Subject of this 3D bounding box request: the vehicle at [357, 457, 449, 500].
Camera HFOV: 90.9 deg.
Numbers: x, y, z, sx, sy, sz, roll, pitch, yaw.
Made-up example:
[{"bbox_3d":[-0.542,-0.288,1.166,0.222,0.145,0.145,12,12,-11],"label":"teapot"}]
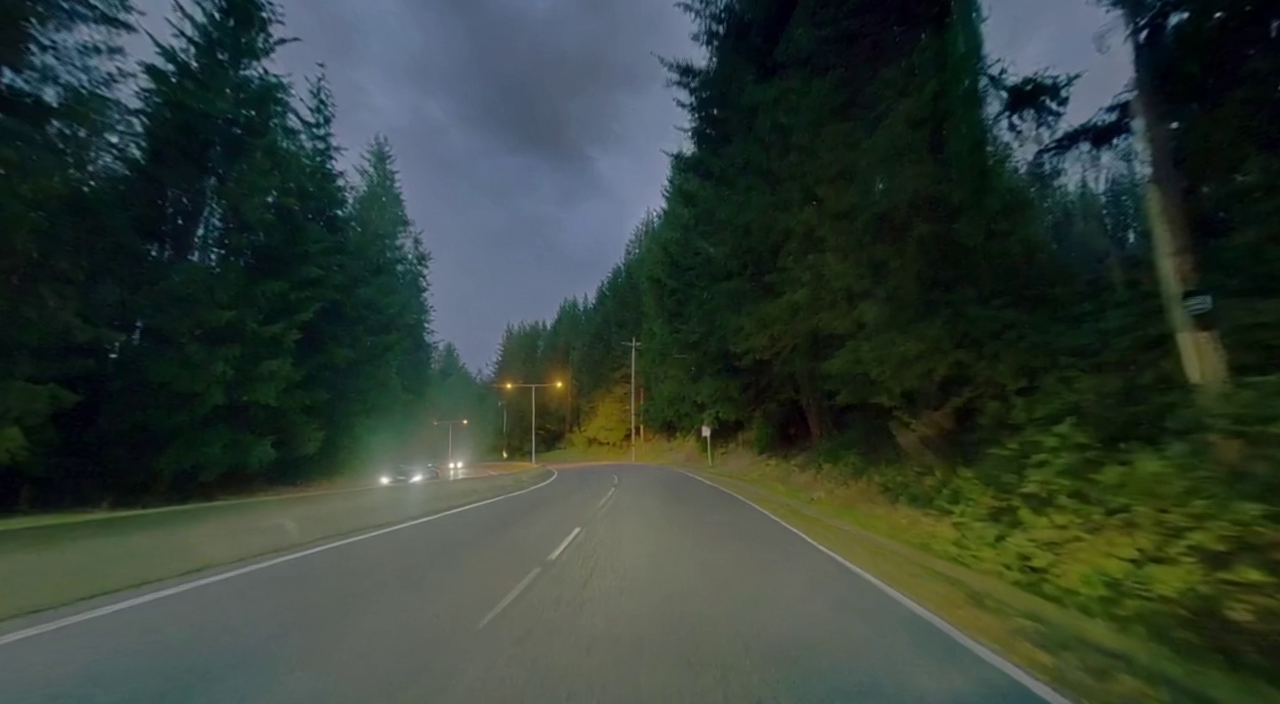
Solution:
[{"bbox_3d":[-9.371,5.028,25.400,1.977,1.466,4.669,0,-9,-1],"label":"vehicle"}]
